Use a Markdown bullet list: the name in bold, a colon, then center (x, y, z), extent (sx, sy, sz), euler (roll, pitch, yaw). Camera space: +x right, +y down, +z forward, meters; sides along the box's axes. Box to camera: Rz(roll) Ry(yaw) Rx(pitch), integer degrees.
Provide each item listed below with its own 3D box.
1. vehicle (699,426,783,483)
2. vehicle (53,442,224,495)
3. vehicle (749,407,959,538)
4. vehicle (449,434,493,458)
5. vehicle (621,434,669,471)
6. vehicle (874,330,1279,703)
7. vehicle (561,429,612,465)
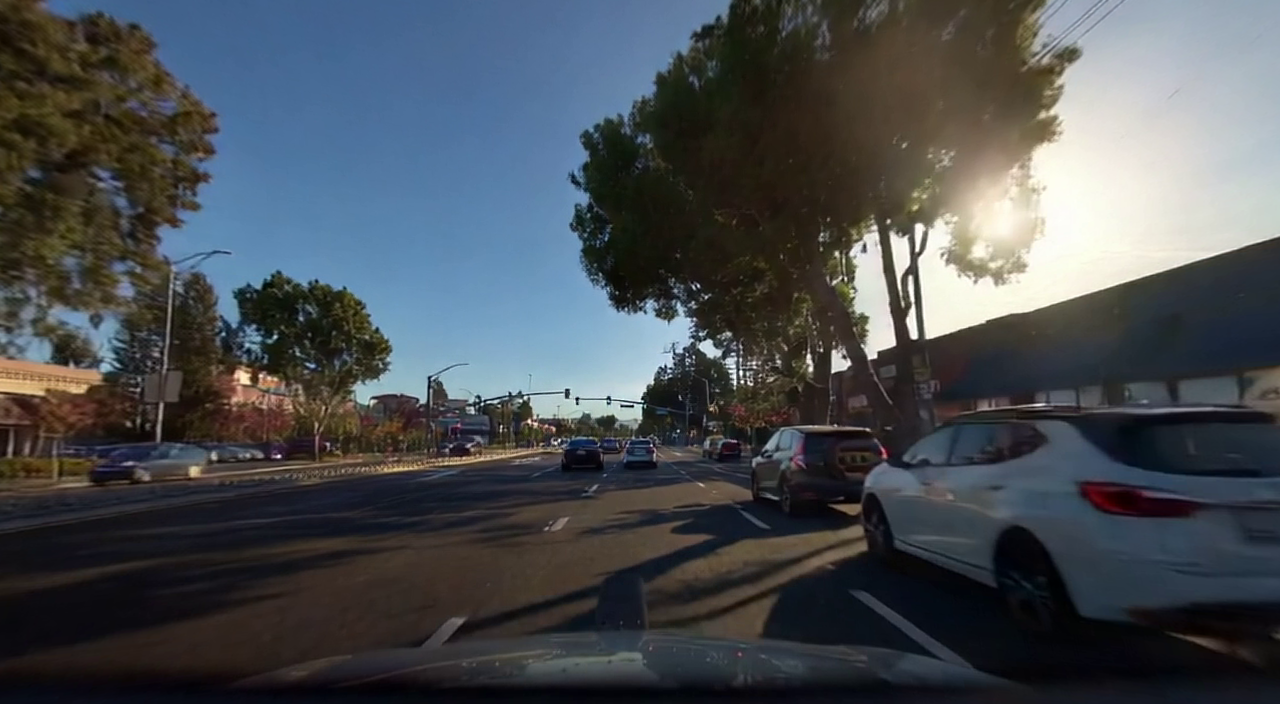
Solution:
- **vehicle**: center (3.323, 3.474, 21.699), extent (2.082, 1.727, 4.338), euler (0, -8, -1)
- **vehicle**: center (-15.378, 3.556, 19.734), extent (1.846, 1.433, 4.274), euler (0, -8, 0)
- **vehicle**: center (3.245, 1.933, 10.704), extent (1.963, 1.736, 4.374), euler (0, -8, -1)
- **vehicle**: center (-13.032, 7.287, 49.034), extent (2.162, 1.777, 4.587), euler (0, -8, 0)
- **vehicle**: center (0.168, 4.584, 28.998), extent (2.023, 1.532, 3.891), euler (0, -8, -1)
- **vehicle**: center (3.269, 1.019, 3.826), extent (2.037, 1.673, 4.844), euler (-1, -8, 3)
- **vehicle**: center (-2.853, 5.222, 34.729), extent (2.280, 1.810, 4.903), euler (0, -8, 1)
